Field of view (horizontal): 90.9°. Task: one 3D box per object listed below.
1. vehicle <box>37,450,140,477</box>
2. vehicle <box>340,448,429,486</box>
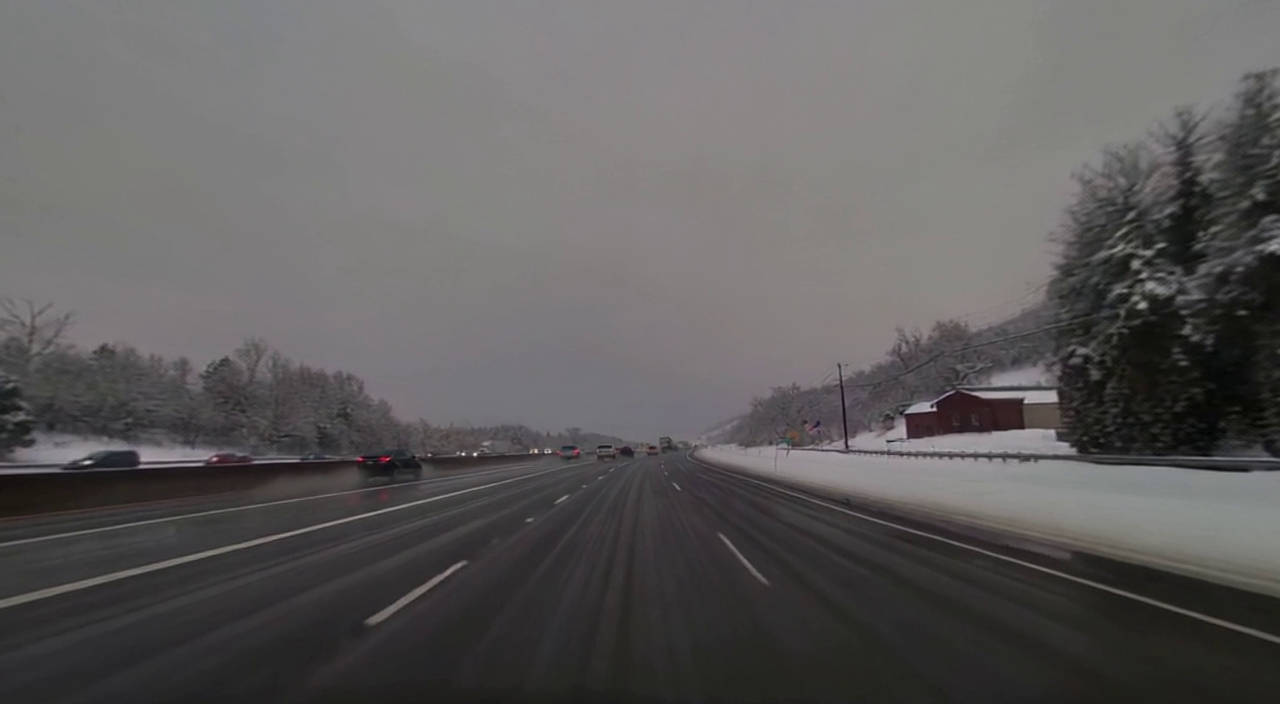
[{"bbox_3d":[-38.014,7.676,43.736,2.070,1.639,5.593,0,-8,1],"label":"vehicle"},{"bbox_3d":[-10.871,4.888,27.259,1.927,1.454,4.395,0,-8,1],"label":"vehicle"}]
